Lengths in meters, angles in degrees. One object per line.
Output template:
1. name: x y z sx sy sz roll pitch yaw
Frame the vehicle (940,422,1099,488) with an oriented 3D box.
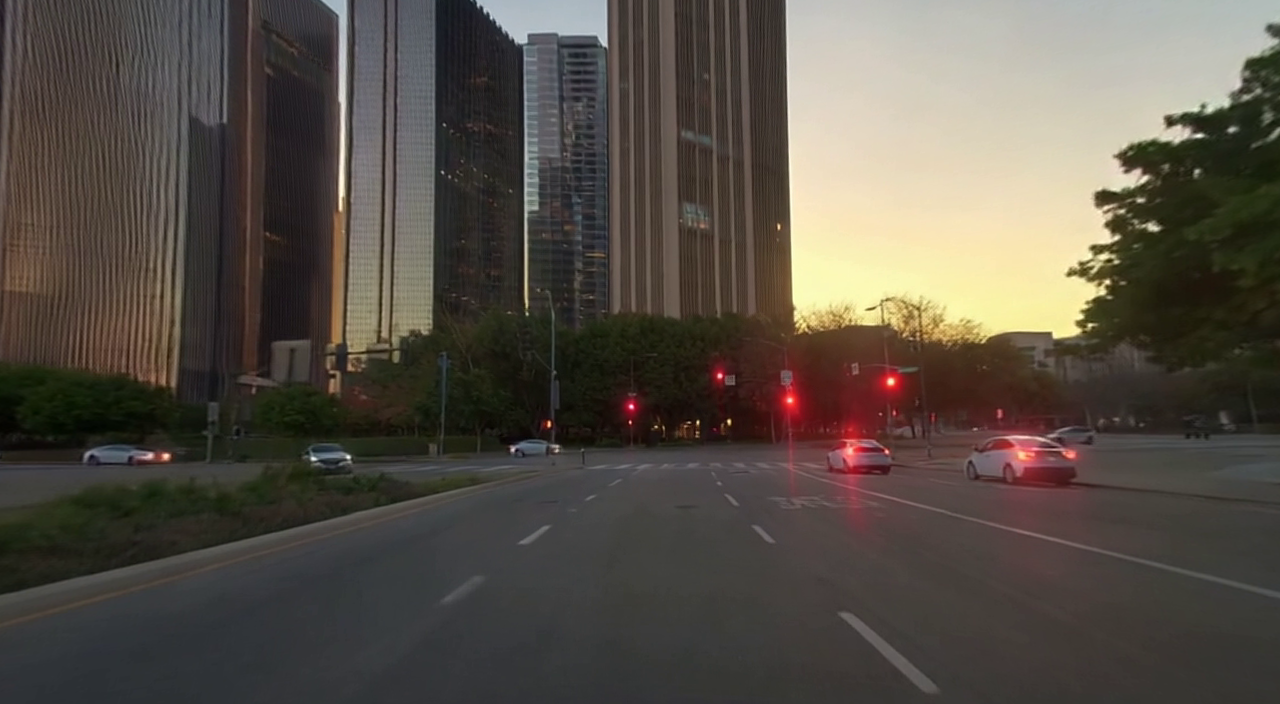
1. vehicle: 11.697 3.225 20.009 2.027 1.810 4.854 0 -8 0

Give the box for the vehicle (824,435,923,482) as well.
1. vehicle: 8.309 3.826 23.032 1.936 1.489 4.885 -1 -8 2

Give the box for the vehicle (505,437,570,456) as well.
1. vehicle: -8.055 7.446 49.810 4.762 1.420 1.814 -1 -8 1

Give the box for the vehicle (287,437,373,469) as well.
1. vehicle: -19.521 6.336 39.802 4.779 1.910 2.125 -4 -9 21

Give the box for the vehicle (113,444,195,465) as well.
1. vehicle: -35.600 7.509 46.371 4.503 1.475 1.789 0 -8 0
